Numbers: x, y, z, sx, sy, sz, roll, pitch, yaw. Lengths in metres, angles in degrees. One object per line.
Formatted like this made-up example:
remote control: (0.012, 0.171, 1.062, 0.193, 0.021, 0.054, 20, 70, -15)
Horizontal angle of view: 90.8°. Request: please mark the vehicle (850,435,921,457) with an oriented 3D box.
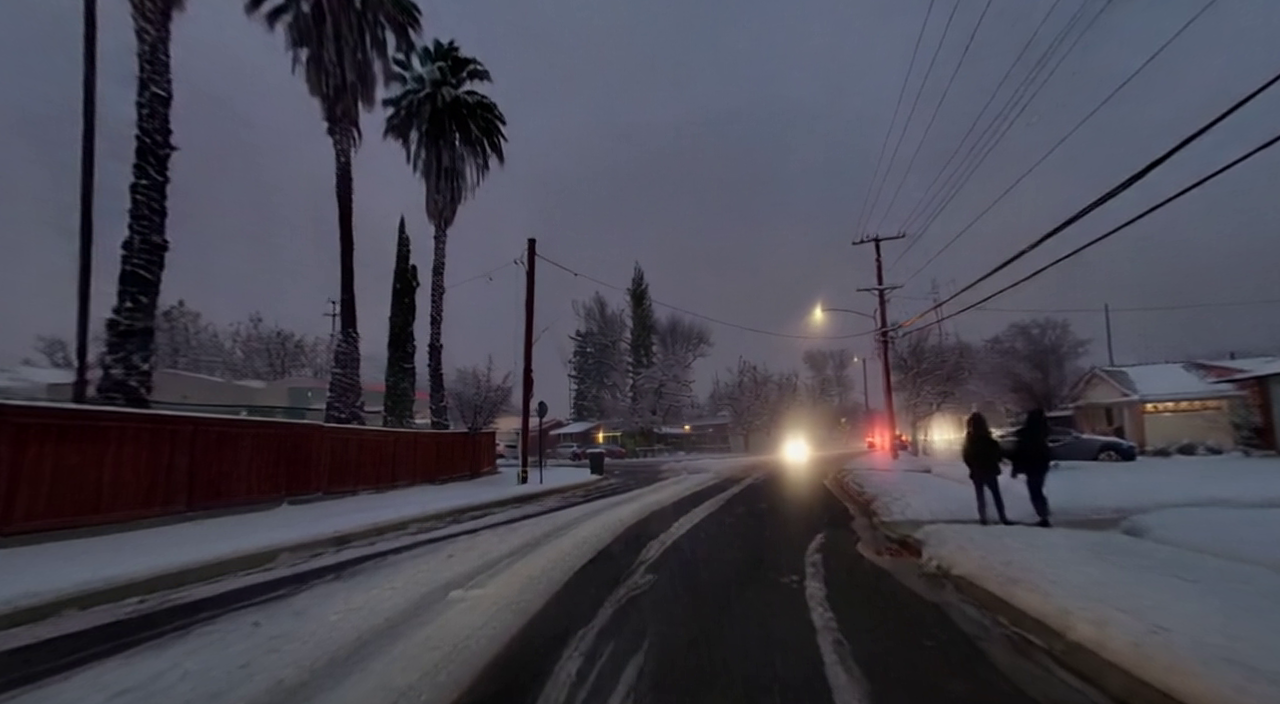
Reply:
vehicle: (17.247, 6.622, 44.381, 4.531, 1.447, 1.814, -4, -10, 24)
